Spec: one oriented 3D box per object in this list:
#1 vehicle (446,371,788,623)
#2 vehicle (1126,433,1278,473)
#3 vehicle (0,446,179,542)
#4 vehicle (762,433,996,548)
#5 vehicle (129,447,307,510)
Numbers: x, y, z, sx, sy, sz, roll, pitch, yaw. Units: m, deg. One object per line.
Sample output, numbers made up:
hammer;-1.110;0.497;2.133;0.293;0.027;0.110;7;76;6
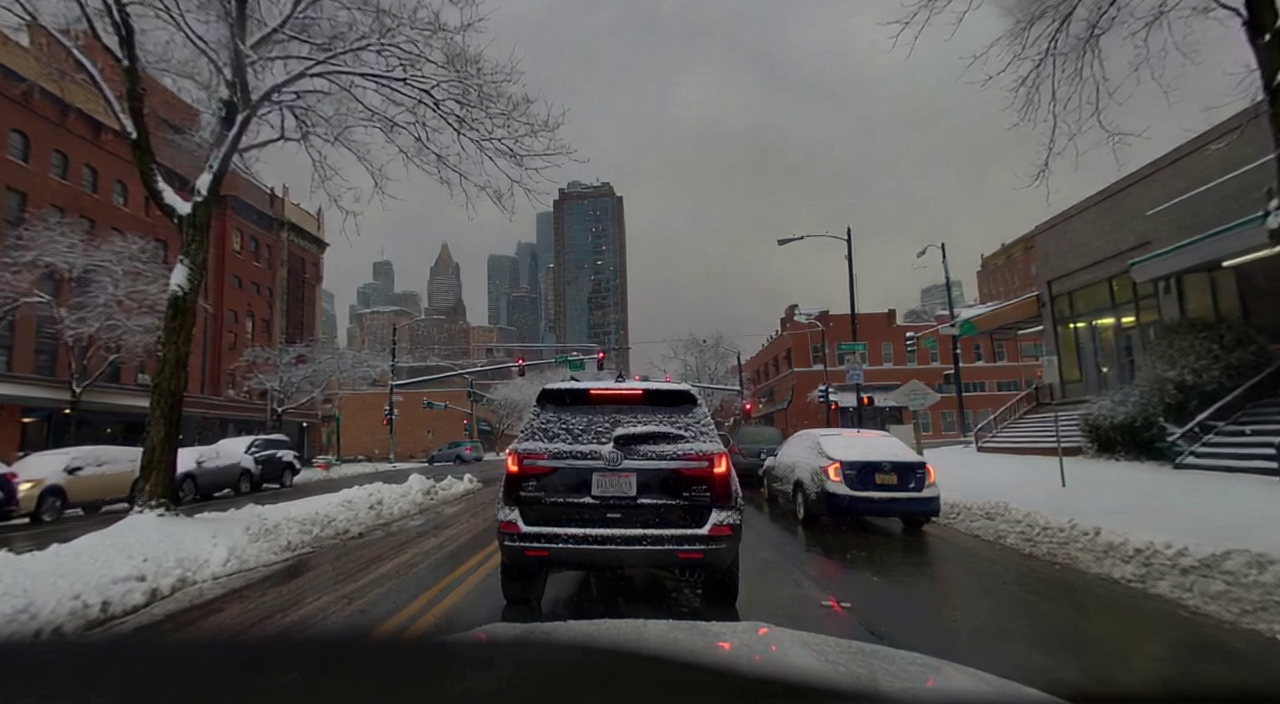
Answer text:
vehicle;-0.148;1.352;6.759;2.453;1.816;4.300;0;-8;0
vehicle;22.164;3.978;24.981;4.055;1.469;1.848;-4;-9;26
vehicle;-12.542;2.884;13.461;1.891;1.723;4.360;0;-8;1
vehicle;3.412;2.052;9.996;2.056;1.422;4.130;0;-8;-1
vehicle;-12.527;3.740;19.140;2.207;1.648;4.675;0;-8;-1
